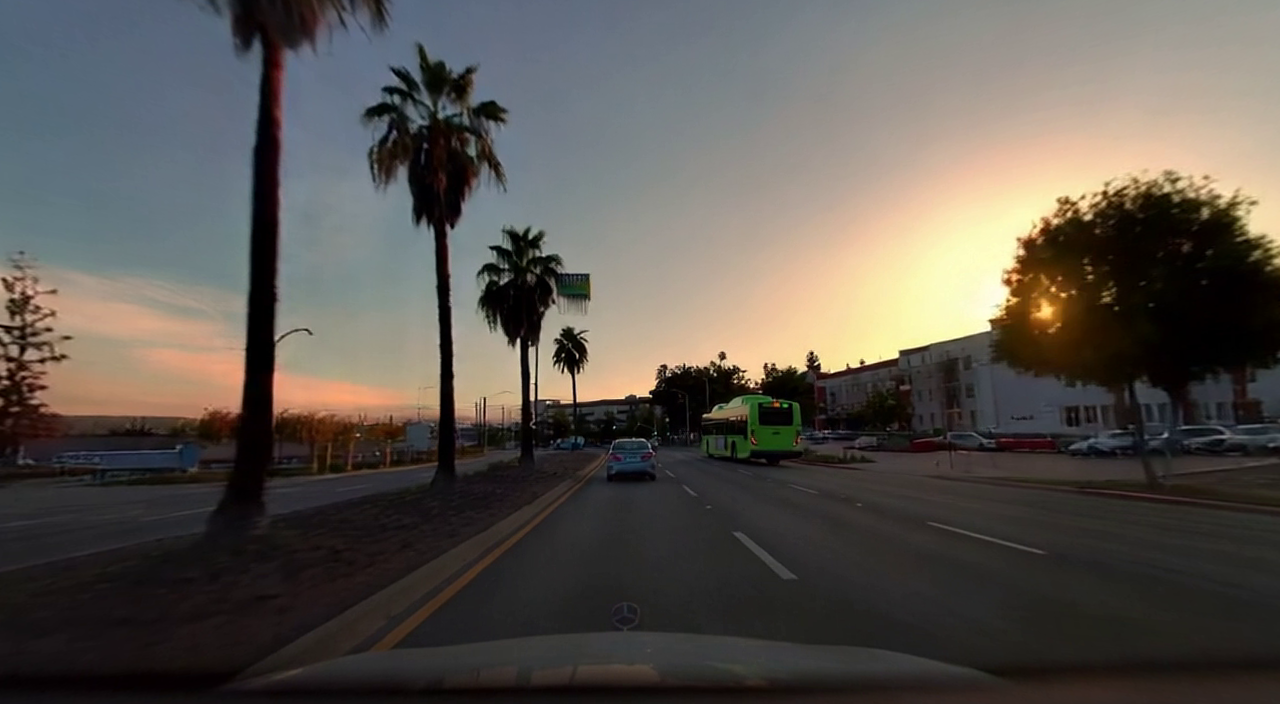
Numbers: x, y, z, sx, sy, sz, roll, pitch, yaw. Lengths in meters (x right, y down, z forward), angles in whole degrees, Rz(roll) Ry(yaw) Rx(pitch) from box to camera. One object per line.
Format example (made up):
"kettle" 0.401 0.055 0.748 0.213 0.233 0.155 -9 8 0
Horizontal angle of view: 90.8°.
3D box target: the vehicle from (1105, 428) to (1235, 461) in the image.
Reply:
"vehicle" 25.194 4.432 30.152 4.492 1.492 1.855 0 -9 1

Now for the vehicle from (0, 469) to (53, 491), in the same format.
"vehicle" -43.986 8.905 43.894 1.714 1.415 4.313 -7 -11 39

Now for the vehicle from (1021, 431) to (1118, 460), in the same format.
"vehicle" 25.348 5.536 37.389 4.260 1.455 1.767 -3 -9 3

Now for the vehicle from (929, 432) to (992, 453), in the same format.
"vehicle" 24.973 7.099 49.336 3.950 1.441 1.675 -2 -8 -2

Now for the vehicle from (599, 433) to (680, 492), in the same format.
"vehicle" -0.055 3.162 18.338 2.065 1.477 4.306 0 -9 -1

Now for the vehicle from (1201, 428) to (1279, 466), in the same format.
"vehicle" 25.601 3.792 25.331 4.319 1.444 1.888 0 -9 -1

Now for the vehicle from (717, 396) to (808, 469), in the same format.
"vehicle" 6.251 4.432 33.930 2.795 3.383 9.287 0 -9 -1
